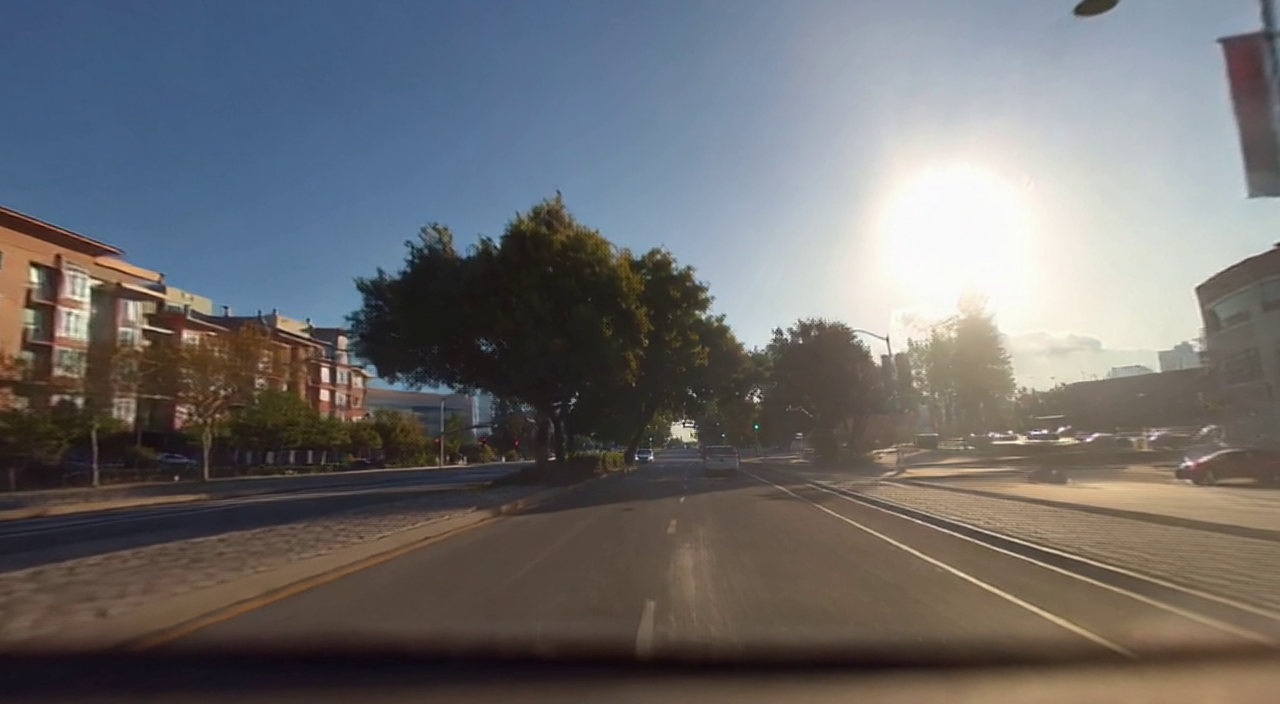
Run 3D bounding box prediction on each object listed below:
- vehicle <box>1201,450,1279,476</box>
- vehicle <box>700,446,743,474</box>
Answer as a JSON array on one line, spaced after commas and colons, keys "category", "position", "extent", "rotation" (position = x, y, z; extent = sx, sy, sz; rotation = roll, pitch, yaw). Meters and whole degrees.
[{"category": "vehicle", "position": [36.741, 6.683, 38.109], "extent": [3.998, 1.430, 1.820], "rotation": [-1, -9, -1]}, {"category": "vehicle", "position": [4.579, 6.115, 36.036], "extent": [2.133, 1.481, 4.276], "rotation": [-1, -9, 3]}]
